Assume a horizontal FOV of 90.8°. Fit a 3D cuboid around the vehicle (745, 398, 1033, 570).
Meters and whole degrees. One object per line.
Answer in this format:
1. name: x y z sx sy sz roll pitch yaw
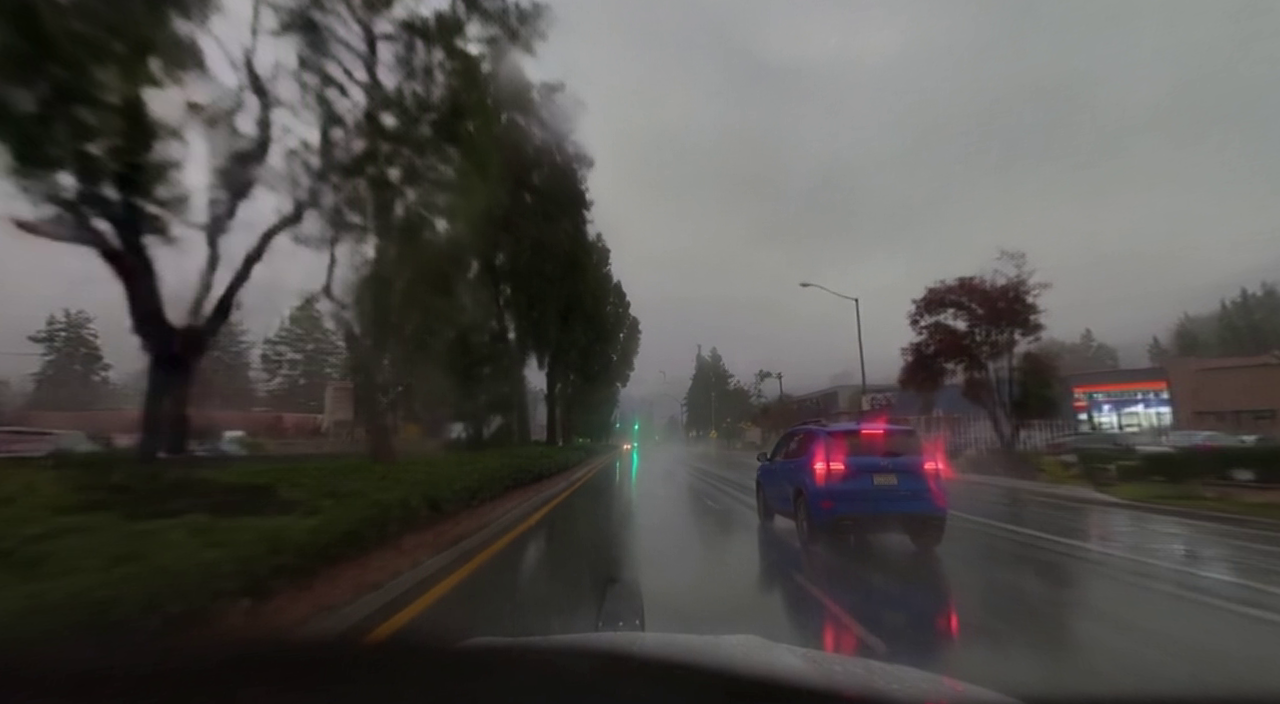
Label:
1. vehicle: 3.015 1.741 9.024 2.130 1.790 4.615 0 -9 -1
